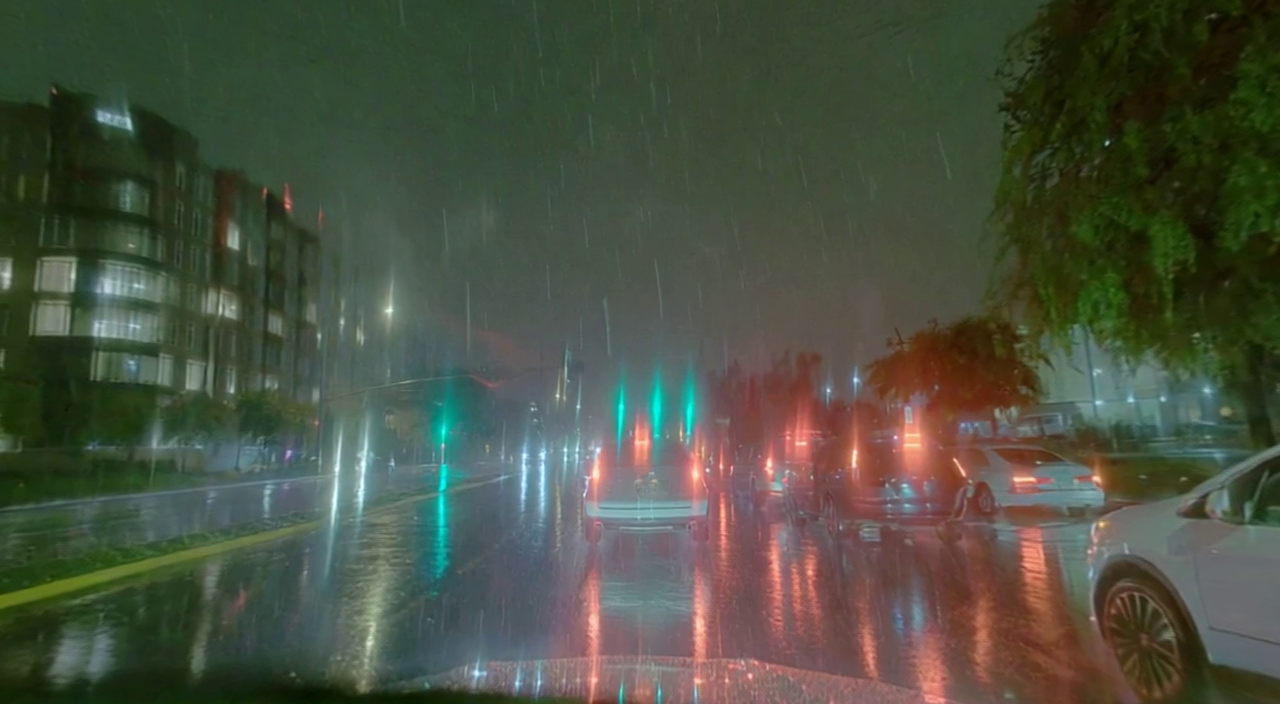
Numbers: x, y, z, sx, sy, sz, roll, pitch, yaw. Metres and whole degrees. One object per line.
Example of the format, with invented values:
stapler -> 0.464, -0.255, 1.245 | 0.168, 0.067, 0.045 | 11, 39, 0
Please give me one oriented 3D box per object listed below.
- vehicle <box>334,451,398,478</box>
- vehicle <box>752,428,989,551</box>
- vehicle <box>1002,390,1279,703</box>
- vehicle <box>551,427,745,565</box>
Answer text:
vehicle -> -16.287, 6.704, 37.772 | 1.848, 1.447, 4.501 | 0, -8, -1
vehicle -> 3.238, 2.025, 10.075 | 1.995, 1.483, 4.533 | 0, -8, -1
vehicle -> 3.216, 0.777, 1.484 | 1.982, 1.491, 4.664 | 0, -8, 0
vehicle -> 0.047, 1.869, 8.987 | 2.105, 1.474, 4.127 | 0, -8, -1
